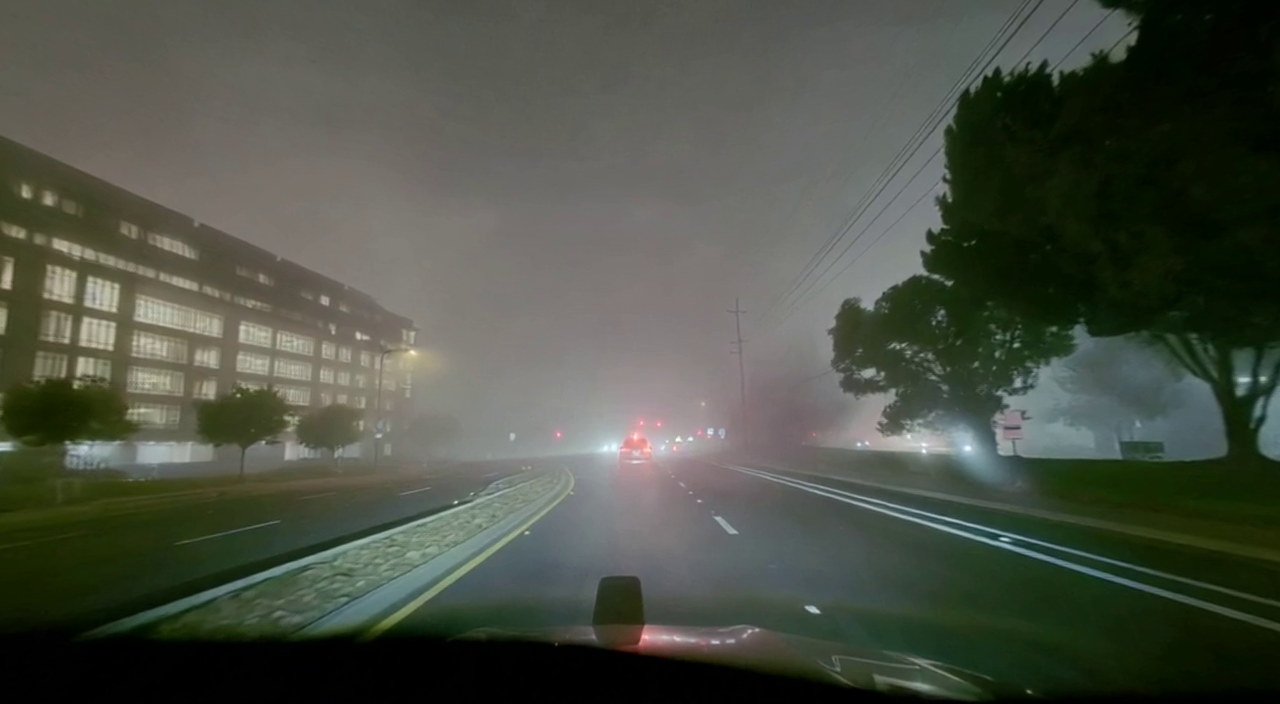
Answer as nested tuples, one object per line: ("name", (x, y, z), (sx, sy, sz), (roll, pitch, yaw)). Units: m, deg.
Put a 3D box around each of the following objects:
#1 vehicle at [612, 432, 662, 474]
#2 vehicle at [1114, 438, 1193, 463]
("vehicle", (-0.144, 4.700, 29.432), (2.189, 1.776, 4.342), (0, -9, 0))
("vehicle", (31.087, 5.990, 38.399), (1.610, 1.397, 3.842), (0, -9, 2))
